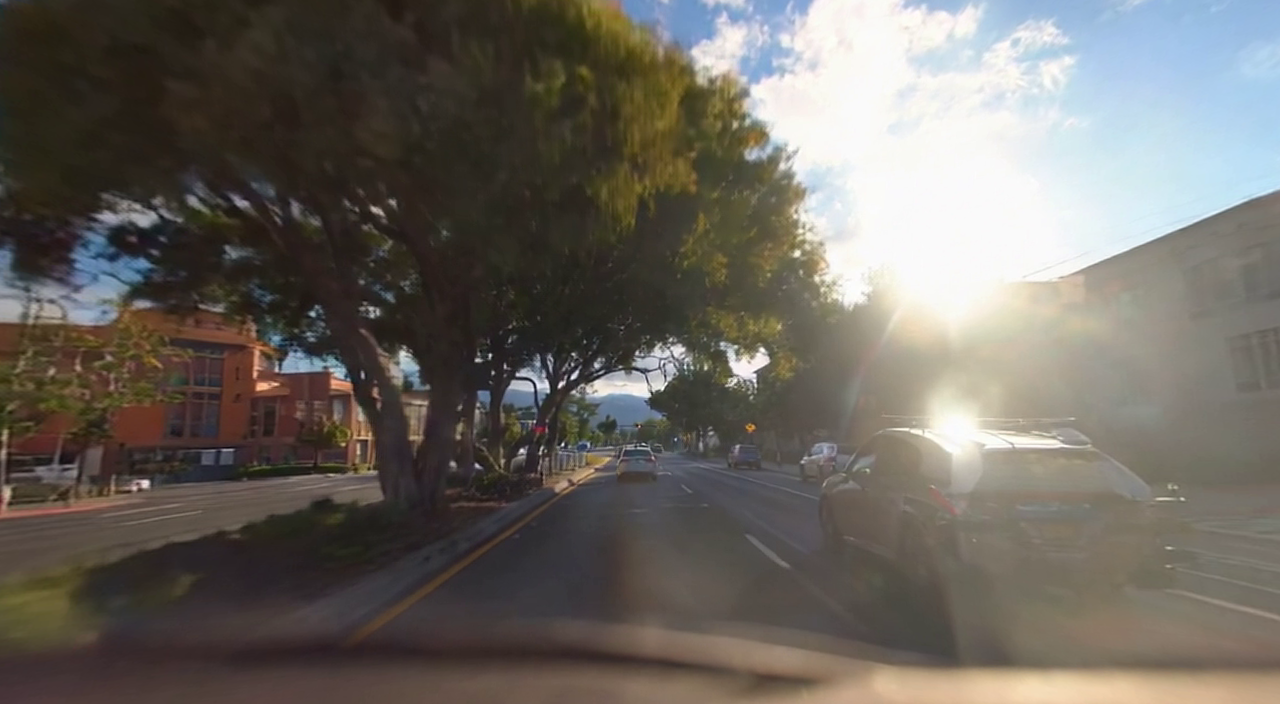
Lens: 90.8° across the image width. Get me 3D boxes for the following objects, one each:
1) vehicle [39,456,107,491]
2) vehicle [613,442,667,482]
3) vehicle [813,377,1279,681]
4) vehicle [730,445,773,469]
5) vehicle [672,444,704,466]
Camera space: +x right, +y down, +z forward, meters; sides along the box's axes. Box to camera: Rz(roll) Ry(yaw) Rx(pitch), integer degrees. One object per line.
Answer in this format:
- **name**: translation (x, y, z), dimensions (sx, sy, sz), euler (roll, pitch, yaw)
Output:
- **vehicle**: translation (-30.851, 6.567, 34.332), dimensions (4.272, 1.704, 2.031), euler (-8, -11, 40)
- **vehicle**: translation (-0.028, 4.395, 25.459), dimensions (2.006, 1.487, 3.535), euler (0, -9, -1)
- **vehicle**: translation (3.144, 1.310, 5.697), dimensions (1.949, 1.723, 4.020), euler (0, -9, -1)
- **vehicle**: translation (7.356, 6.992, 42.198), dimensions (1.936, 1.516, 4.579), euler (0, -9, -2)
- **vehicle**: translation (3.372, 7.344, 45.028), dimensions (1.910, 1.474, 4.003), euler (0, -9, -1)
